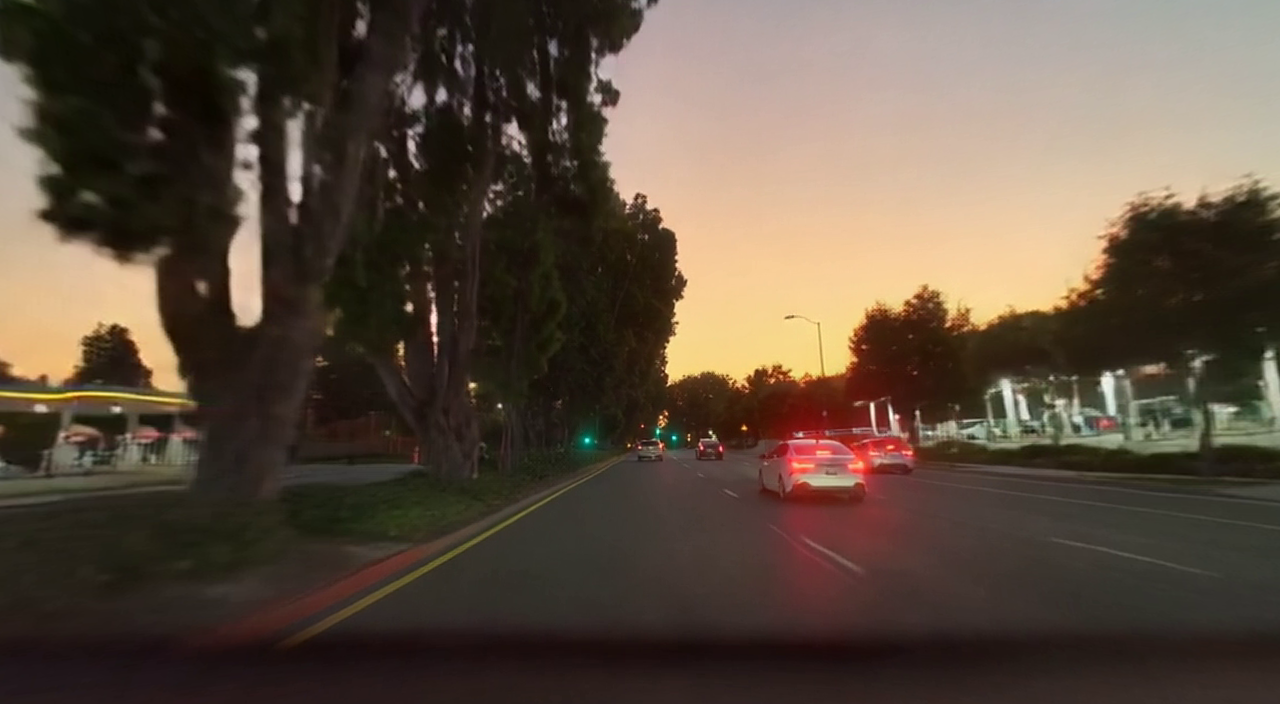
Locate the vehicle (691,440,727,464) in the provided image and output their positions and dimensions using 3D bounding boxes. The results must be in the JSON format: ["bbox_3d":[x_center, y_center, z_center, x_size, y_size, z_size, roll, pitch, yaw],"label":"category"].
[{"bbox_3d":[4.585,6.723,42.344,1.980,1.515,4.362,0,-8,0],"label":"vehicle"}]

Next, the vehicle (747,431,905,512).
[{"bbox_3d":[3.889,2.595,14.151,2.119,1.509,4.756,0,-9,0],"label":"vehicle"}]

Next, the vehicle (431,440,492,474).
[{"bbox_3d":[-9.534,5.622,33.890,2.004,1.683,4.290,0,-9,1],"label":"vehicle"}]

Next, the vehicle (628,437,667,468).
[{"bbox_3d":[0.489,5.942,37.335,2.172,1.694,4.055,0,-9,1],"label":"vehicle"}]
